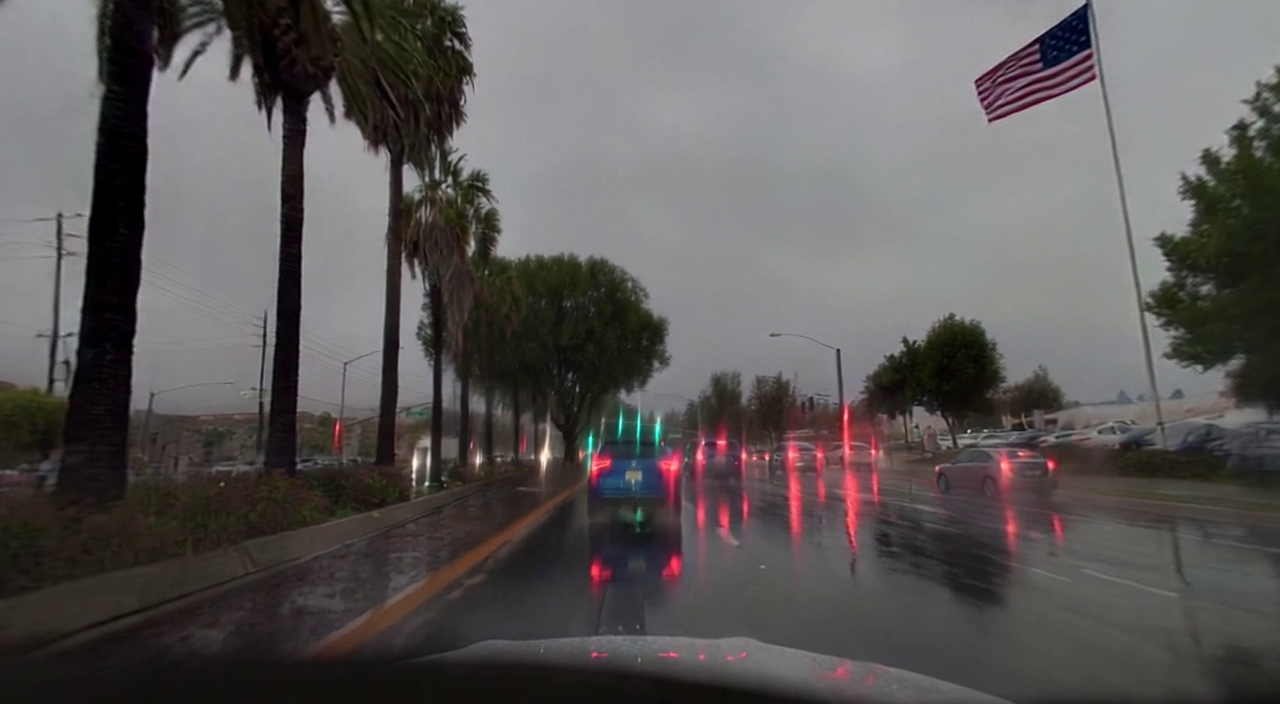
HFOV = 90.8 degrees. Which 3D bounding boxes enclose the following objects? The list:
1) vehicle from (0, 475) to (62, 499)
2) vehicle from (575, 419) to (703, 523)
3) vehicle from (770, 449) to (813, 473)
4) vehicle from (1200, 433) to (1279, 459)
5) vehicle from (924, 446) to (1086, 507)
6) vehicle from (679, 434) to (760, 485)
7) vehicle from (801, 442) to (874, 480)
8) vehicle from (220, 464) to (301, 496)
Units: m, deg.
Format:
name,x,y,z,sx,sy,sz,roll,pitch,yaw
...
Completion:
name,x,y,z,sx,sy,sz,roll,pitch,yaw
vehicle,-44.657,9.690,45.462,4.226,1.568,1.962,-1,-9,2
vehicle,-0.060,2.580,14.231,2.402,1.938,4.535,0,-9,-1
vehicle,10.203,7.337,42.800,1.855,1.495,4.143,0,-8,0
vehicle,36.381,5.625,37.785,1.839,1.455,4.395,0,-9,2
vehicle,9.973,3.387,17.744,1.967,1.485,4.267,0,-9,0
vehicle,3.330,4.725,28.178,2.773,2.021,6.212,0,-9,0
vehicle,10.012,5.532,32.423,2.155,1.779,4.582,0,-9,-2
vehicle,-21.743,7.334,36.392,1.873,1.484,4.571,-3,-9,0
